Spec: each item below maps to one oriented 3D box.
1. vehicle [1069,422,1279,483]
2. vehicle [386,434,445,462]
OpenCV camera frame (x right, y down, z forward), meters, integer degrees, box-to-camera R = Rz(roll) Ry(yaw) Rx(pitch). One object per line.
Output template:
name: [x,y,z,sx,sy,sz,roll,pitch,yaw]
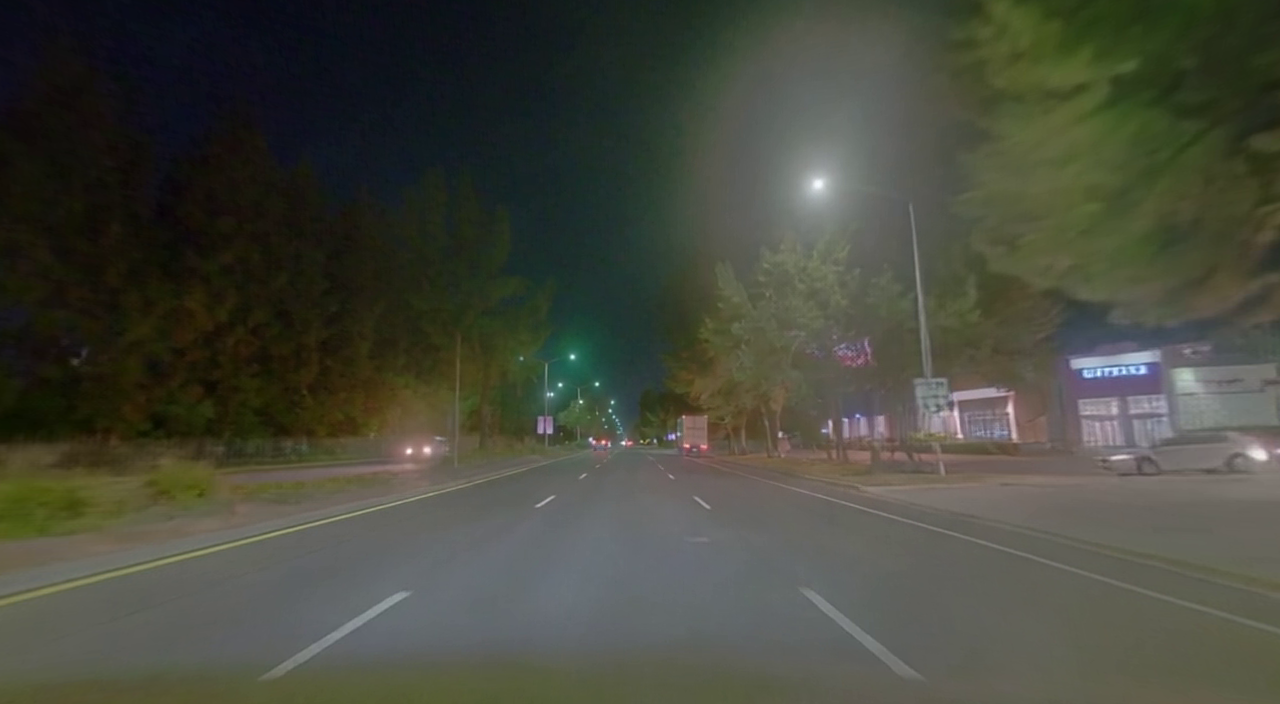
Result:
vehicle: [14.992,2.833,17.870,4.296,1.596,1.807,0,-8,0]
vehicle: [-12.676,5.436,35.944,1.887,1.447,4.031,0,-8,0]
